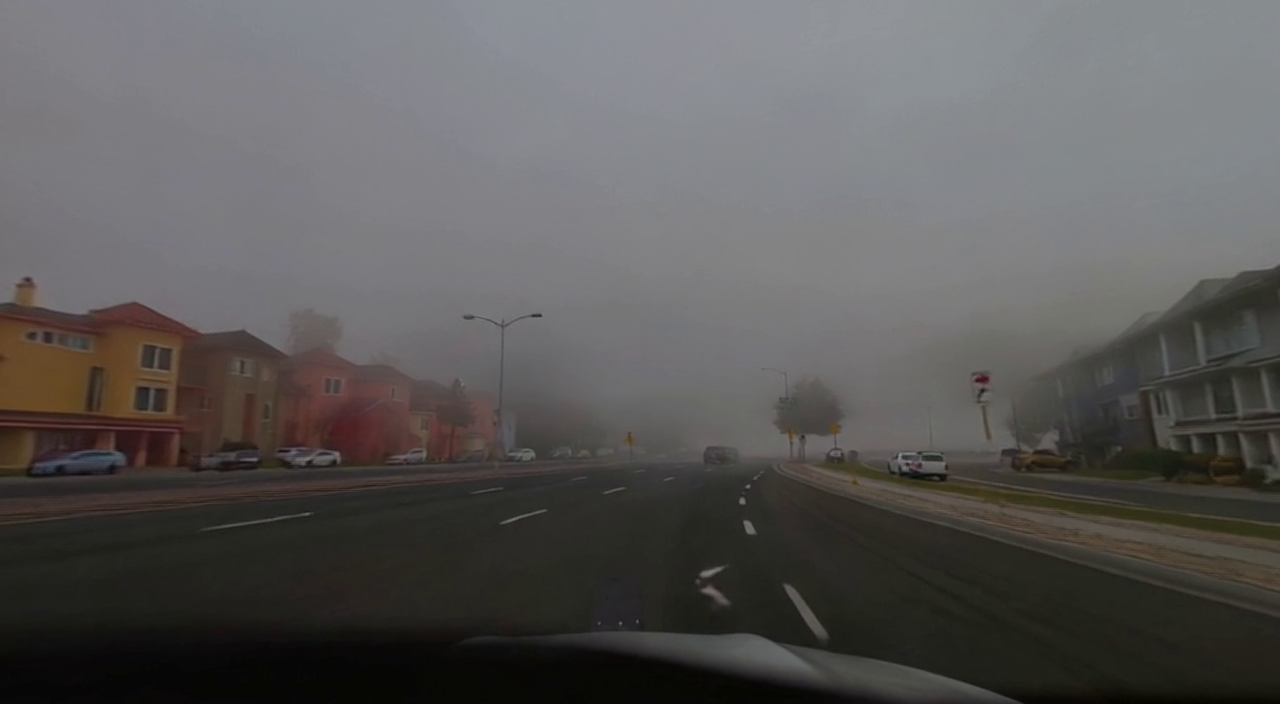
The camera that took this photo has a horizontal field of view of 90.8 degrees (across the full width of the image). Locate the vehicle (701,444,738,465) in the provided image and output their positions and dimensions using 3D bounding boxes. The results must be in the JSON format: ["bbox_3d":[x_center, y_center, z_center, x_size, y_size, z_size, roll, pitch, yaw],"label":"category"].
[{"bbox_3d":[6.198,7.848,48.699,2.081,1.489,4.863,-2,-9,16],"label":"vehicle"}]

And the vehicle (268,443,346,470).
[{"bbox_3d":[-24.063,7.542,45.912,2.013,1.792,4.950,-3,-9,17],"label":"vehicle"}]

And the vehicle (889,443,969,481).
[{"bbox_3d":[13.463,5.254,29.777,1.988,1.487,4.479,-2,-13,6],"label":"vehicle"}]

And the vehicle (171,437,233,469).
[{"bbox_3d":[-30.626,7.085,44.128,4.799,1.651,2.268,-12,-8,38],"label":"vehicle"}]

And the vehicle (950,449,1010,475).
[{"bbox_3d":[21.595,6.976,40.348,1.945,1.531,4.589,-1,-9,10],"label":"vehicle"}]

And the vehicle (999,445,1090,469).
[{"bbox_3d":[27.145,7.035,42.526,4.669,1.517,1.993,-1,-9,8],"label":"vehicle"}]

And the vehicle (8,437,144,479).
[{"bbox_3d":[-27.954,5.376,31.573,1.958,1.708,4.611,-6,-14,13],"label":"vehicle"}]
